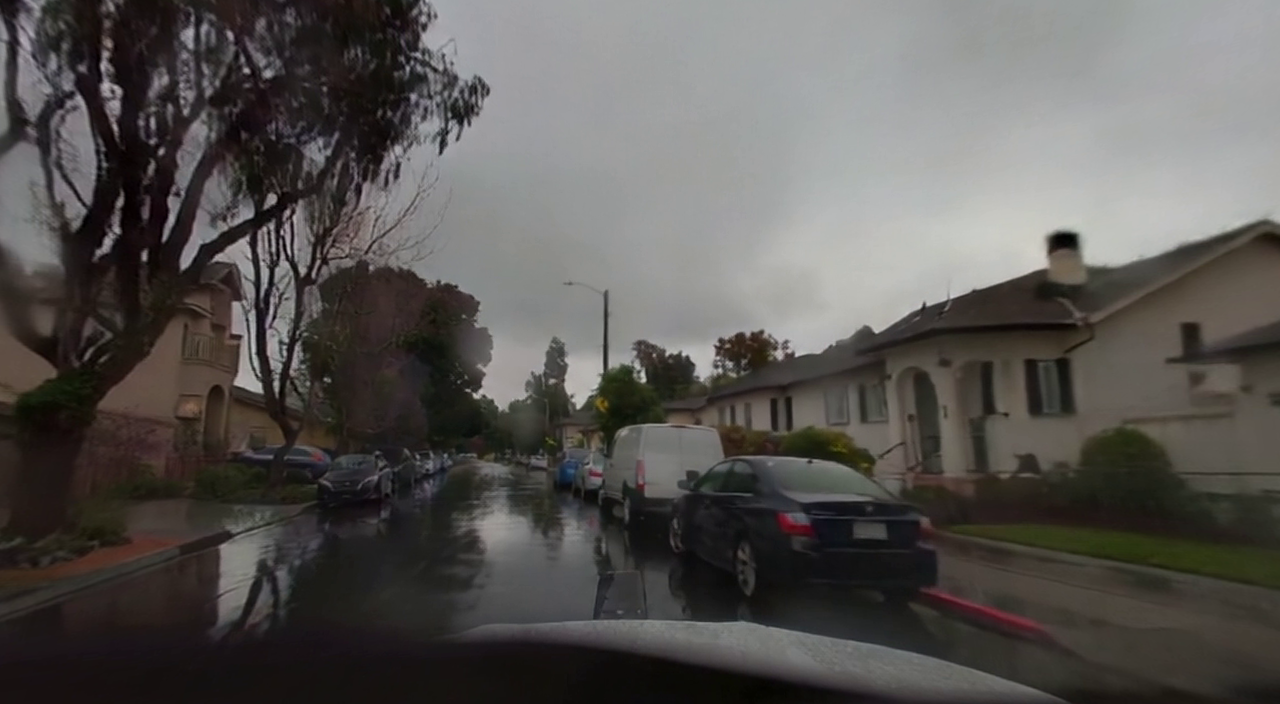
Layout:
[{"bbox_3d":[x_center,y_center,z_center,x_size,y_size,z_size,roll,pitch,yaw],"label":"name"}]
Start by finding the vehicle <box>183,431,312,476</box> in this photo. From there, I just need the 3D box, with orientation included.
[{"bbox_3d":[-16.387,4.211,26.491,4.153,1.550,2.029,1,-2,-14],"label":"vehicle"}]

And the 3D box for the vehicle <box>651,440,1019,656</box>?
[{"bbox_3d":[1.600,1.770,7.048,1.828,1.442,4.476,2,-7,-14],"label":"vehicle"}]

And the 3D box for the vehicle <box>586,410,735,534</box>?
[{"bbox_3d":[0.181,2.390,13.630,1.993,2.129,4.893,1,-7,-13],"label":"vehicle"}]

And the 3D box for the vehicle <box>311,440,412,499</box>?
[{"bbox_3d":[-8.415,3.531,19.482,1.908,1.493,4.806,5,-9,-13],"label":"vehicle"}]
